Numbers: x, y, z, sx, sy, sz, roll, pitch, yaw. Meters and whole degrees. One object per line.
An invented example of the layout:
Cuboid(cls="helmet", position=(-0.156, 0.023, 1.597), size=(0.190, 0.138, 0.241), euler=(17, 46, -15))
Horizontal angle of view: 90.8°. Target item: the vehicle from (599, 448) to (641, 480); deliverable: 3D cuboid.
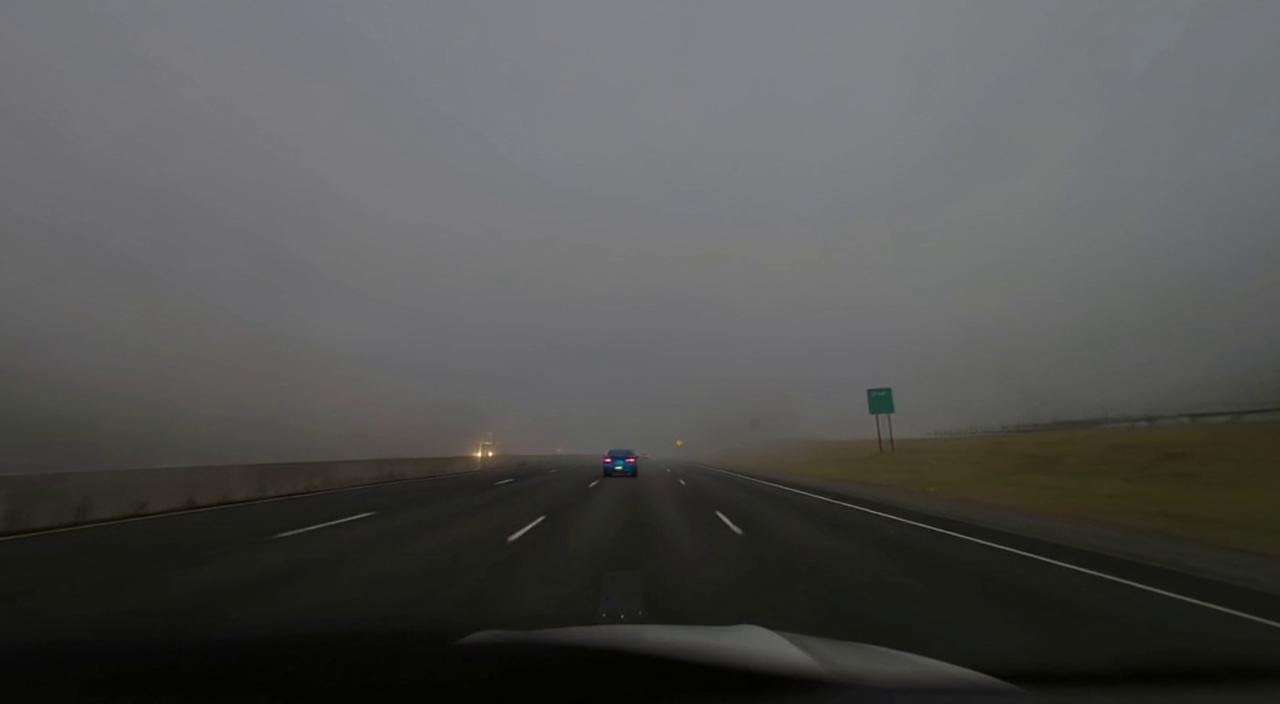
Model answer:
Cuboid(cls="vehicle", position=(-0.946, 5.612, 31.865), size=(1.908, 1.515, 3.871), euler=(0, -9, 1))
